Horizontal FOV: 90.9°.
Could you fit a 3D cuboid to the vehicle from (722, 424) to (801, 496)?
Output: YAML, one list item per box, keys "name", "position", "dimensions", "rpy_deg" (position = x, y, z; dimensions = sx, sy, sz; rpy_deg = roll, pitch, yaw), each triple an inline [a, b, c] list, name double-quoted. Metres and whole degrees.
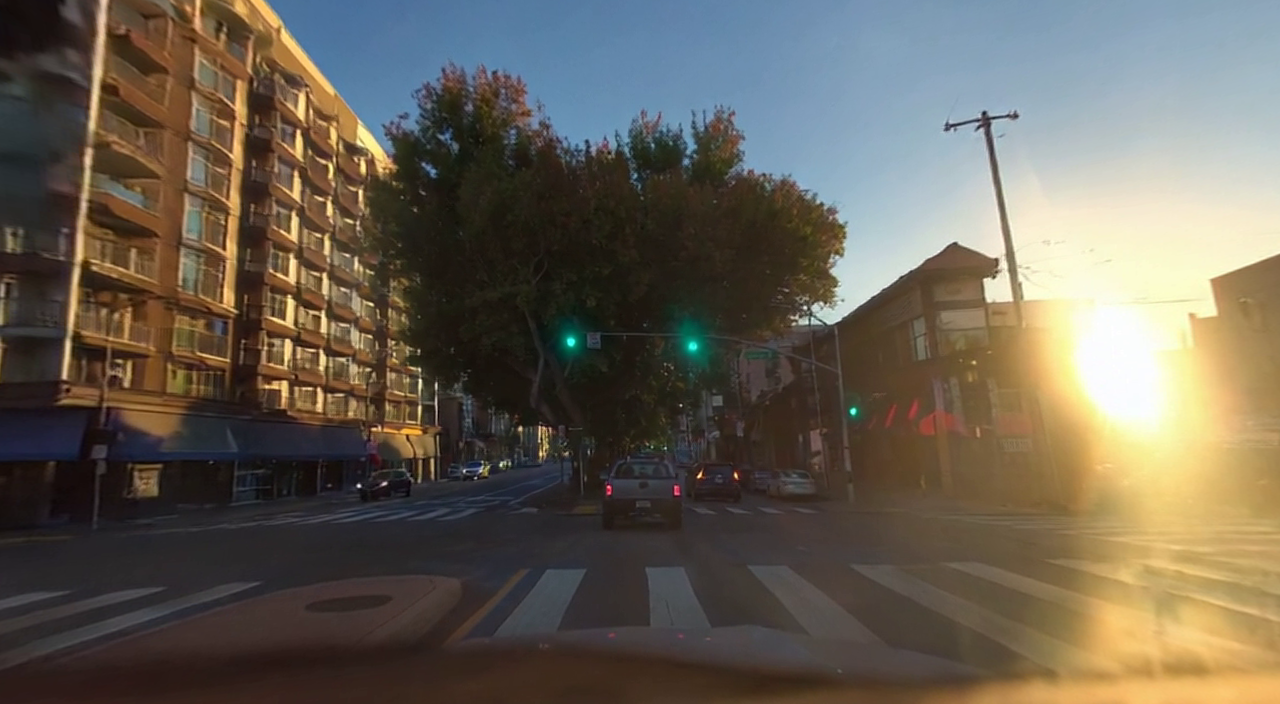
- name: "vehicle"
  position: [6.236, 5.642, 33.453]
  dimensions: [2.803, 3.401, 6.688]
  rpy_deg: [0, -9, 0]

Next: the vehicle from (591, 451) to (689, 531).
- name: "vehicle"
  position: [0.001, 3.489, 16.432]
  dimensions: [2.209, 1.748, 4.130]
  rpy_deg: [0, -9, 0]

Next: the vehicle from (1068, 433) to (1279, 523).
- name: "vehicle"
  position: [13.926, 3.016, 15.428]
  dimensions: [5.156, 2.005, 2.122]
  rpy_deg: [-1, -9, 7]

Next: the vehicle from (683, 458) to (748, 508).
- name: "vehicle"
  position: [2.920, 5.159, 25.323]
  dimensions: [1.939, 1.746, 4.091]
  rpy_deg: [0, -9, -2]

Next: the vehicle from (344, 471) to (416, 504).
- name: "vehicle"
  position: [-14.285, 7.466, 34.980]
  dimensions: [2.043, 1.526, 4.617]
  rpy_deg: [0, -9, -1]
